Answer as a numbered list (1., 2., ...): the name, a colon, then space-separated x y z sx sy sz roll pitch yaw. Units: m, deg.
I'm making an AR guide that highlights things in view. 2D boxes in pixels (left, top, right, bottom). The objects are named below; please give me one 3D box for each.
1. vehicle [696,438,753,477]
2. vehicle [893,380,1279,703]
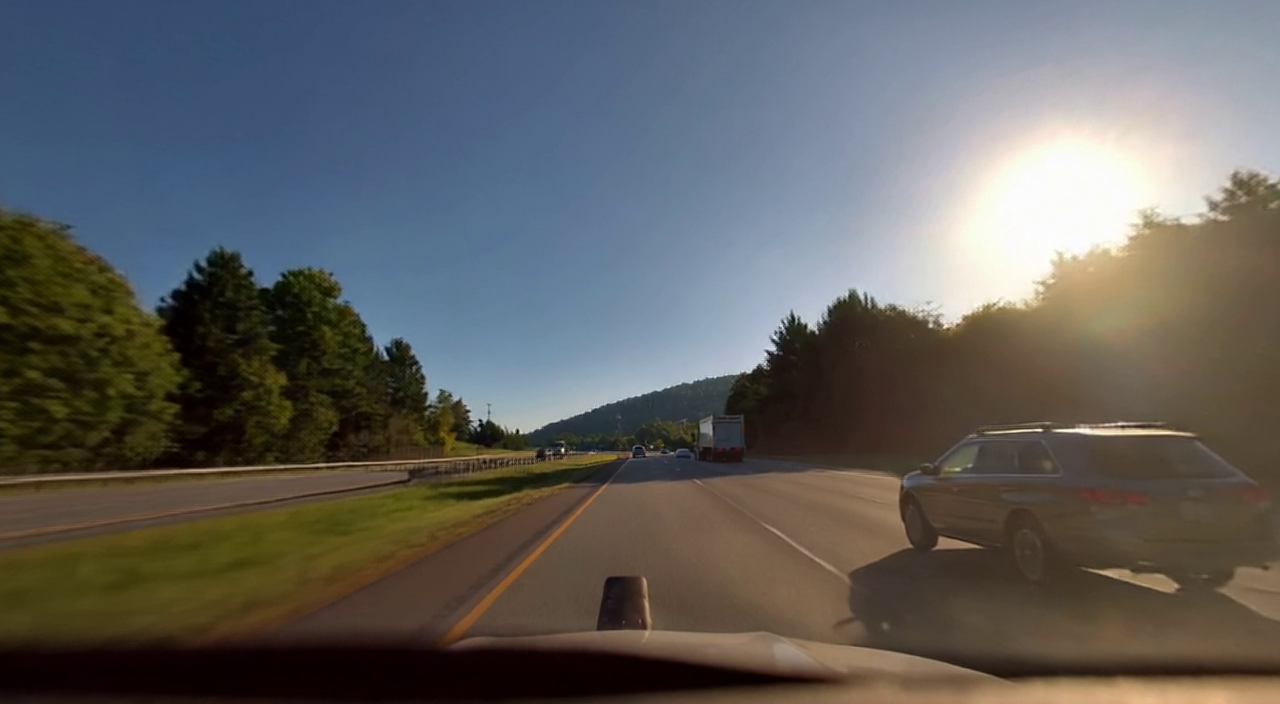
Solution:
1. vehicle: 3.826 4.894 29.320 2.022 1.658 4.132 0 -9 -1
2. vehicle: 3.952 1.250 5.199 2.005 1.604 4.002 0 -9 0
